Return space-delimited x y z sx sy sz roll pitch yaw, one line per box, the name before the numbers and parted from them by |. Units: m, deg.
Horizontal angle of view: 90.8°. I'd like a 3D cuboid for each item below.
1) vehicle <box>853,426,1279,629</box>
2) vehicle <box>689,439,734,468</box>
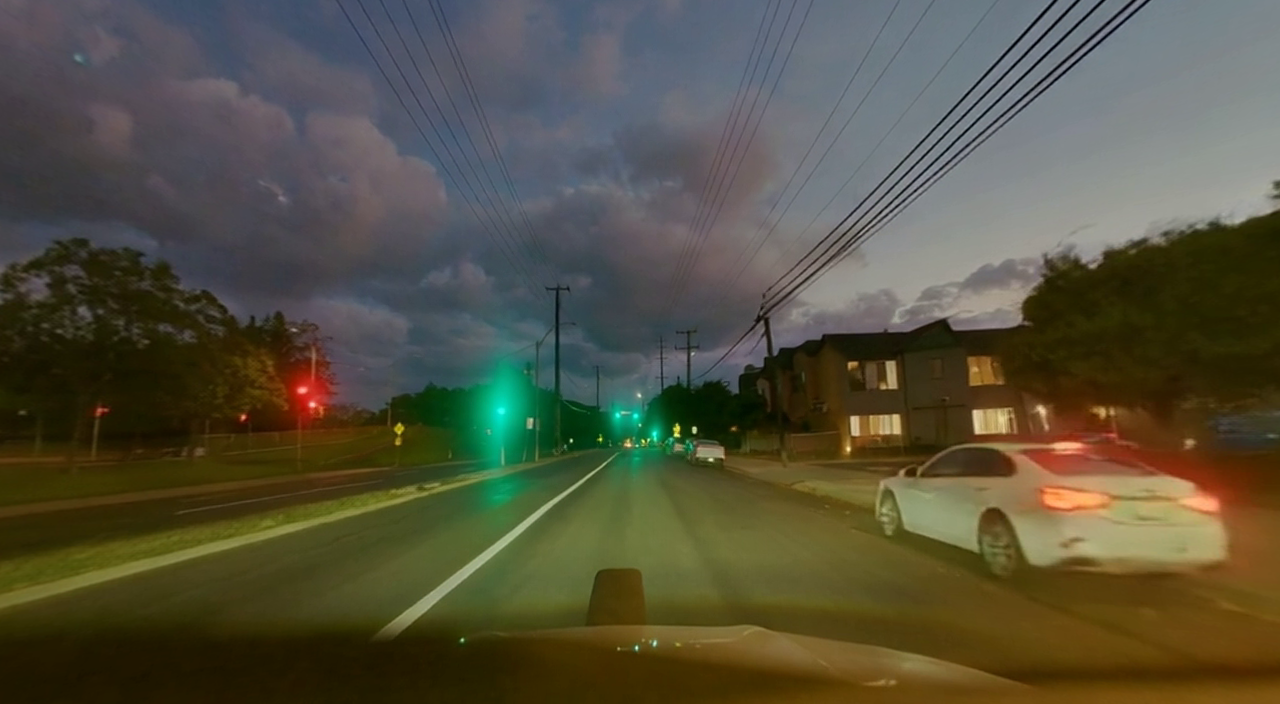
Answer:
vehicle | 4.091 1.585 6.842 1.994 1.422 4.595 0 -8 0
vehicle | 3.831 5.553 34.764 1.785 1.441 4.458 0 -8 -2
